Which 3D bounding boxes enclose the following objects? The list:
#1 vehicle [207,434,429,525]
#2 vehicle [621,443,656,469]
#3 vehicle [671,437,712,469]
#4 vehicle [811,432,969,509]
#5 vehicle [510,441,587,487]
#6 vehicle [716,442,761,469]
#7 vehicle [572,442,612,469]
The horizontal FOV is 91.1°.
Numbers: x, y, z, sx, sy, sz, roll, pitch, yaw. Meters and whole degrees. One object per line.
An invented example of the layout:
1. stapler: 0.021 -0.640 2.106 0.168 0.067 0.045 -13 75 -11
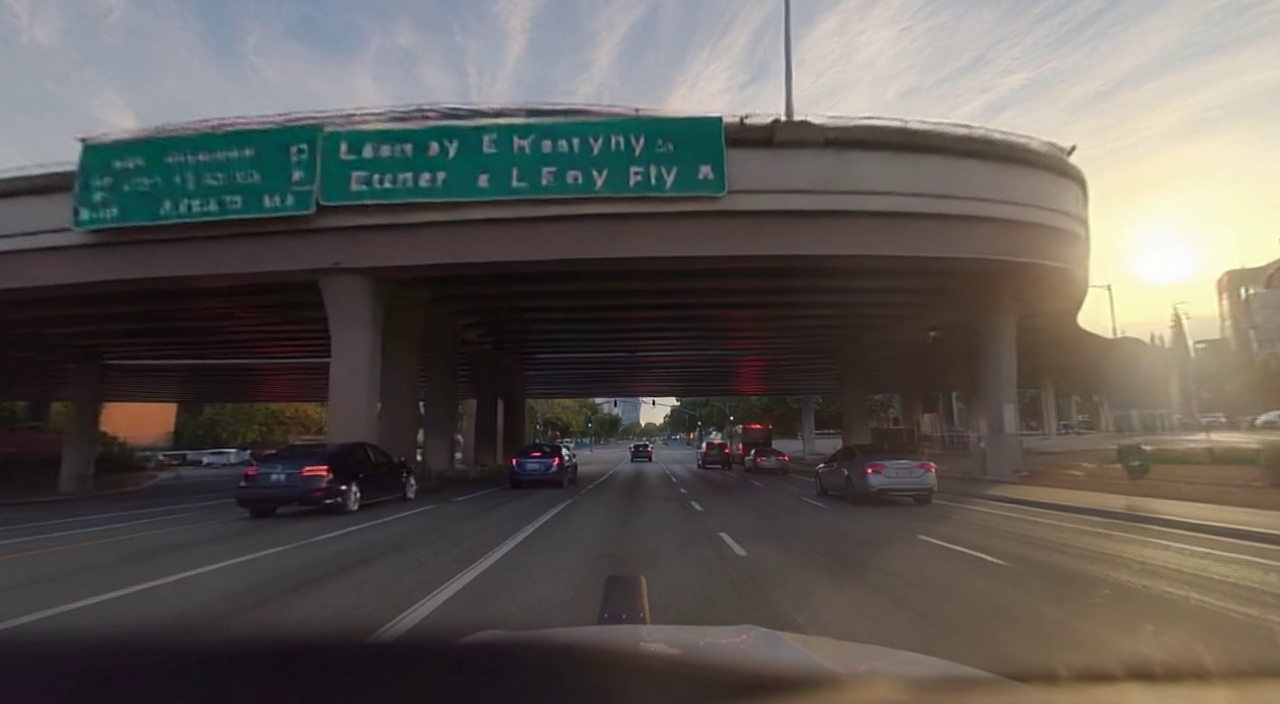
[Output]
1. vehicle: -6.096 2.444 12.655 2.070 1.488 4.376 0 -8 1
2. vehicle: -0.098 6.325 38.418 2.026 1.453 3.780 0 -8 0
3. vehicle: 3.004 6.018 37.627 2.034 1.762 4.420 0 -8 -1
4. vehicle: 5.984 2.872 15.729 2.056 1.624 4.498 0 -8 -1
5. vehicle: -3.158 3.974 22.599 2.041 1.466 4.212 0 -8 1
6. vehicle: 6.002 6.341 38.609 1.924 1.527 4.268 0 -8 -2
7. vehicle: -2.808 6.188 37.632 1.980 1.491 4.351 0 -8 0
